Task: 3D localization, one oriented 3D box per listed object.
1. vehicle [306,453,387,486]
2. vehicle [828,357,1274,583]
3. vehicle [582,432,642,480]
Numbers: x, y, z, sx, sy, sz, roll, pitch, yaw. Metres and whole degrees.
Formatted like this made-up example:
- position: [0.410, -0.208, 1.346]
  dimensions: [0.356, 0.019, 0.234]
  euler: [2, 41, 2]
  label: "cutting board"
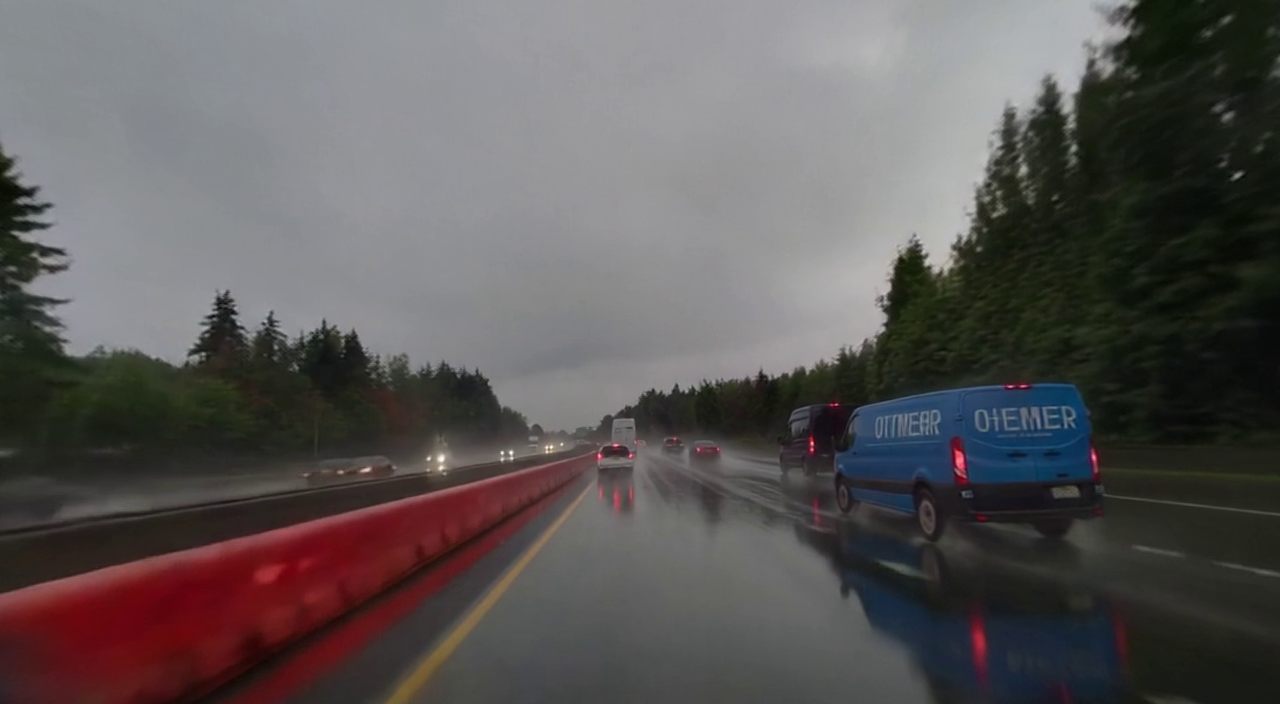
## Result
- position: [-15.658, 6.272, 33.889]
  dimensions: [1.990, 1.502, 4.966]
  euler: [0, -8, 0]
  label: "vehicle"
- position: [4.484, 1.408, 8.290]
  dimensions: [2.223, 2.008, 5.121]
  euler: [0, -8, -3]
  label: "vehicle"
- position: [-1.039, 3.906, 23.931]
  dimensions: [2.100, 1.636, 3.620]
  euler: [0, -8, -2]
  label: "vehicle"
